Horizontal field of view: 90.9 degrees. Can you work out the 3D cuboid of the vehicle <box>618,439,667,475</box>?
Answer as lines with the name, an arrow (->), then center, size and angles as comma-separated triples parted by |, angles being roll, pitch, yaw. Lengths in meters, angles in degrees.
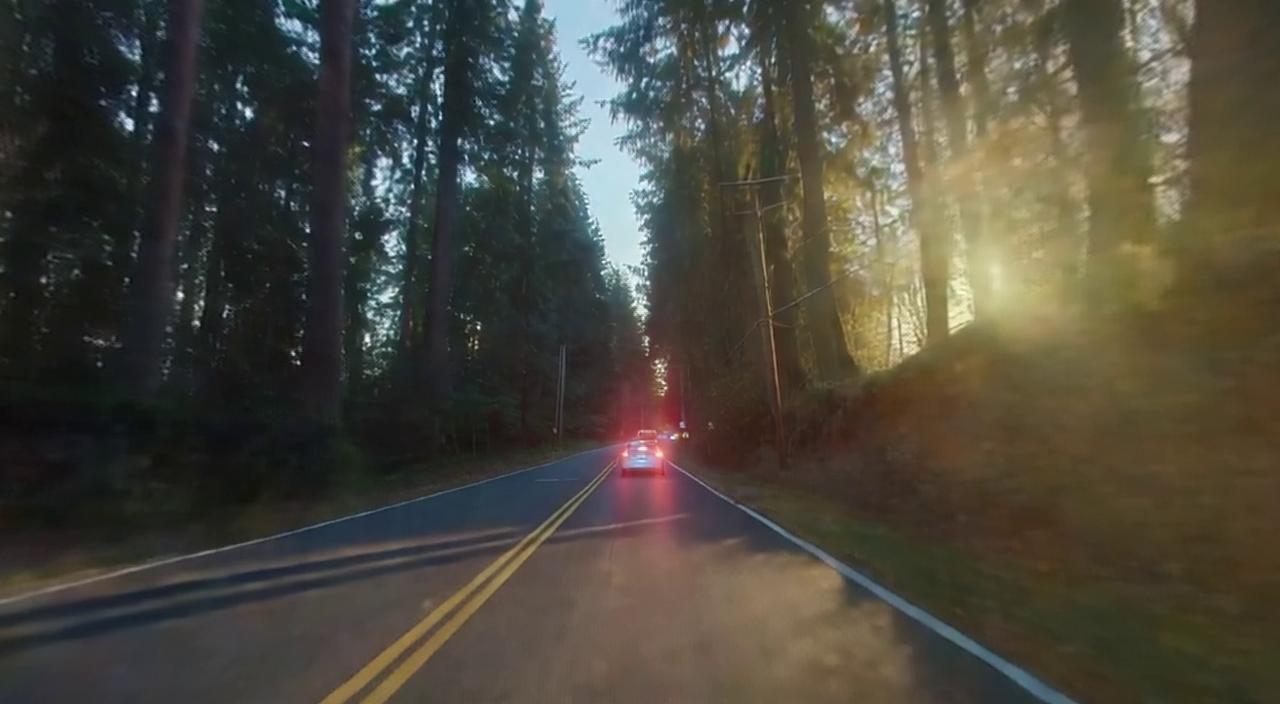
vehicle -> 0.039, 4.748, 28.793 | 2.081, 1.503, 3.726 | 0, -8, -2
